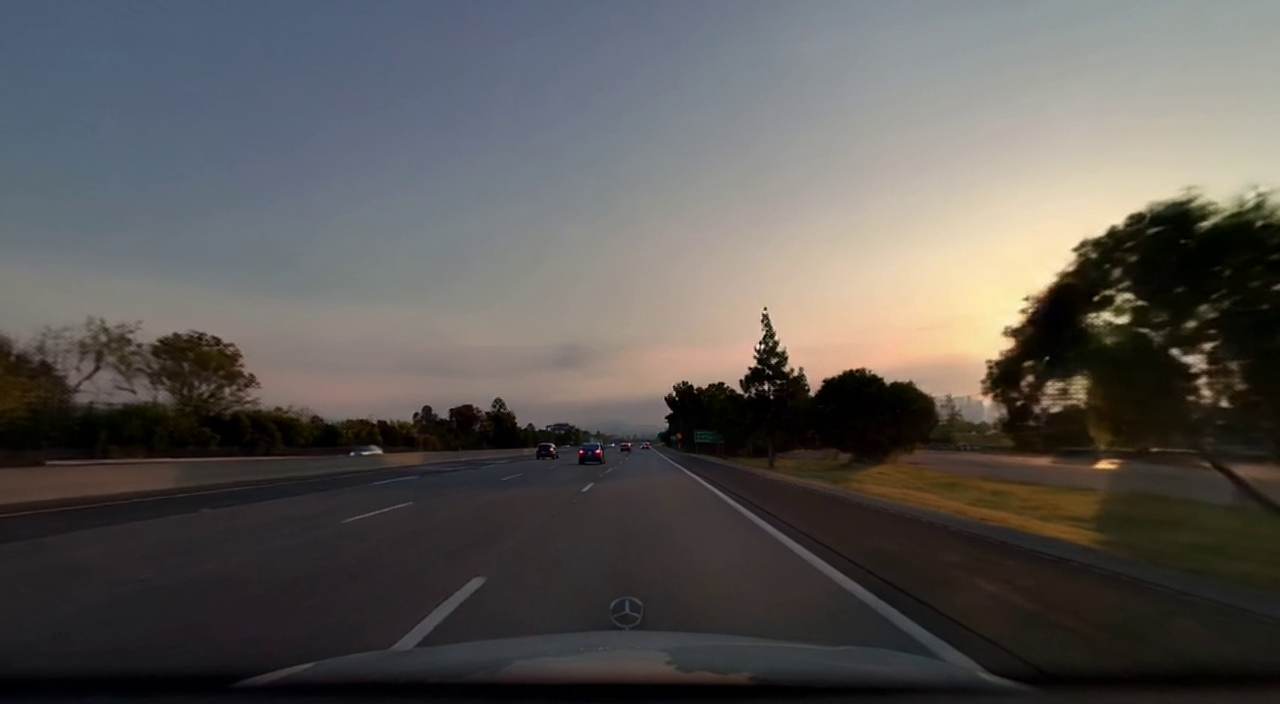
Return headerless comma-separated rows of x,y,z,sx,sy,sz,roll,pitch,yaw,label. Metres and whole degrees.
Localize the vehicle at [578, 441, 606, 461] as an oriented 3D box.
-3.568,7.470,47.724,1.786,1.488,4.023,0,-8,0,vehicle
